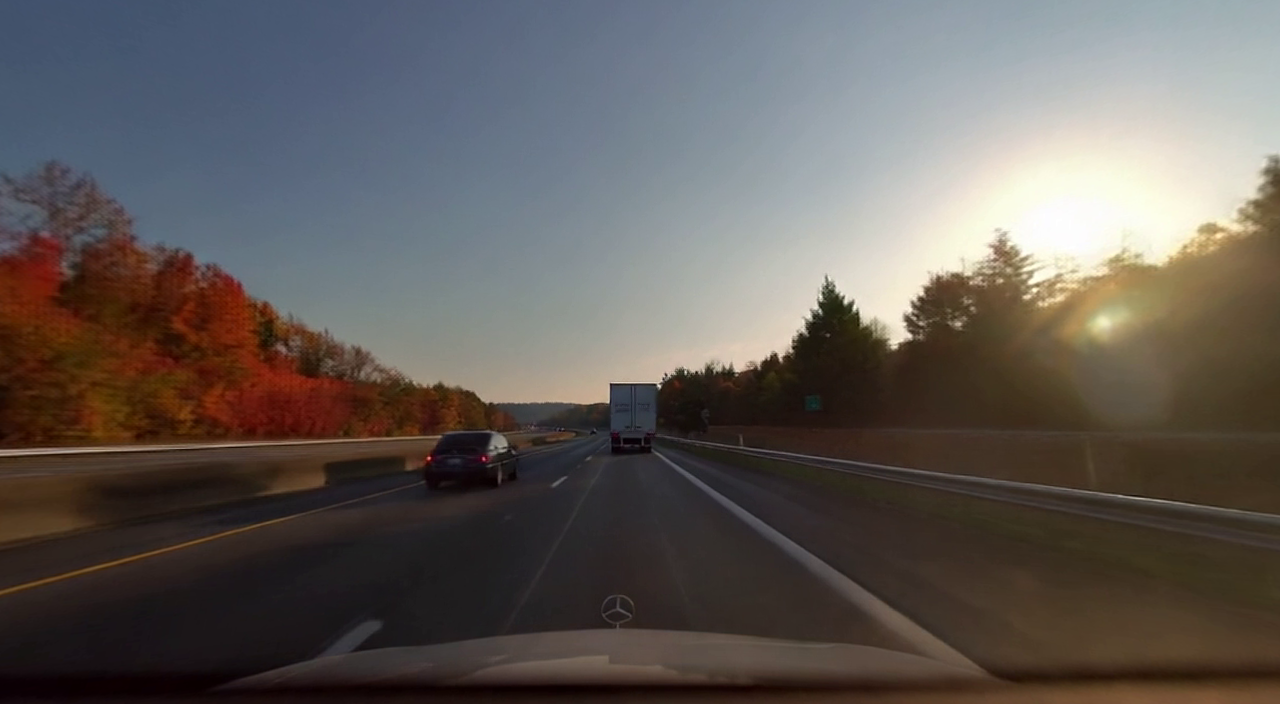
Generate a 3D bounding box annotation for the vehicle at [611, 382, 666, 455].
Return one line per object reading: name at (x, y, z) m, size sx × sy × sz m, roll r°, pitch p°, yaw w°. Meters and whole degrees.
vehicle at (-0.287, 4.393, 40.219) m, size 3.013 × 4.016 × 11.496 m, roll 0°, pitch -8°, yaw -2°

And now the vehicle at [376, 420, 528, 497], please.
vehicle at (-4.080, 2.388, 14.541) m, size 2.217 × 1.495 × 4.245 m, roll 0°, pitch -8°, yaw 0°
